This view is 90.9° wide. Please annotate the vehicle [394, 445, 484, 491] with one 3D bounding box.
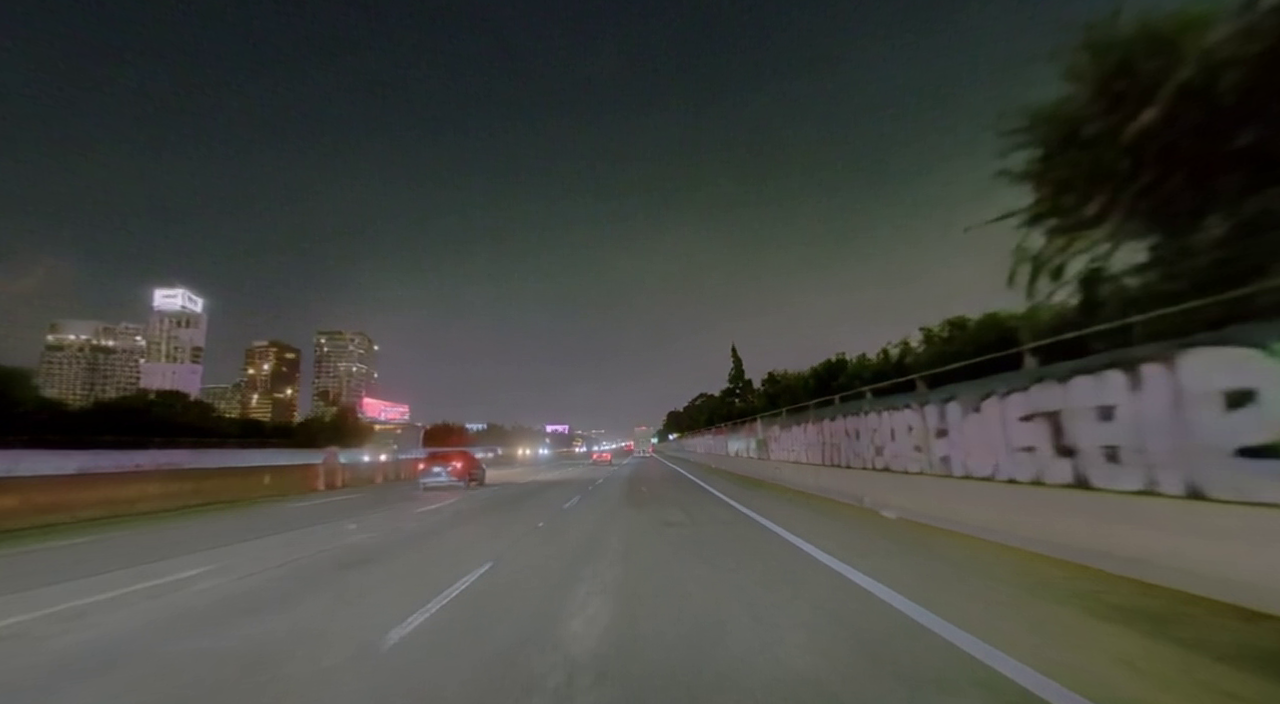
[{"bbox_3d":[-6.724,3.889,21.393,2.027,1.431,3.033,0,-9,0],"label":"vehicle"}]
